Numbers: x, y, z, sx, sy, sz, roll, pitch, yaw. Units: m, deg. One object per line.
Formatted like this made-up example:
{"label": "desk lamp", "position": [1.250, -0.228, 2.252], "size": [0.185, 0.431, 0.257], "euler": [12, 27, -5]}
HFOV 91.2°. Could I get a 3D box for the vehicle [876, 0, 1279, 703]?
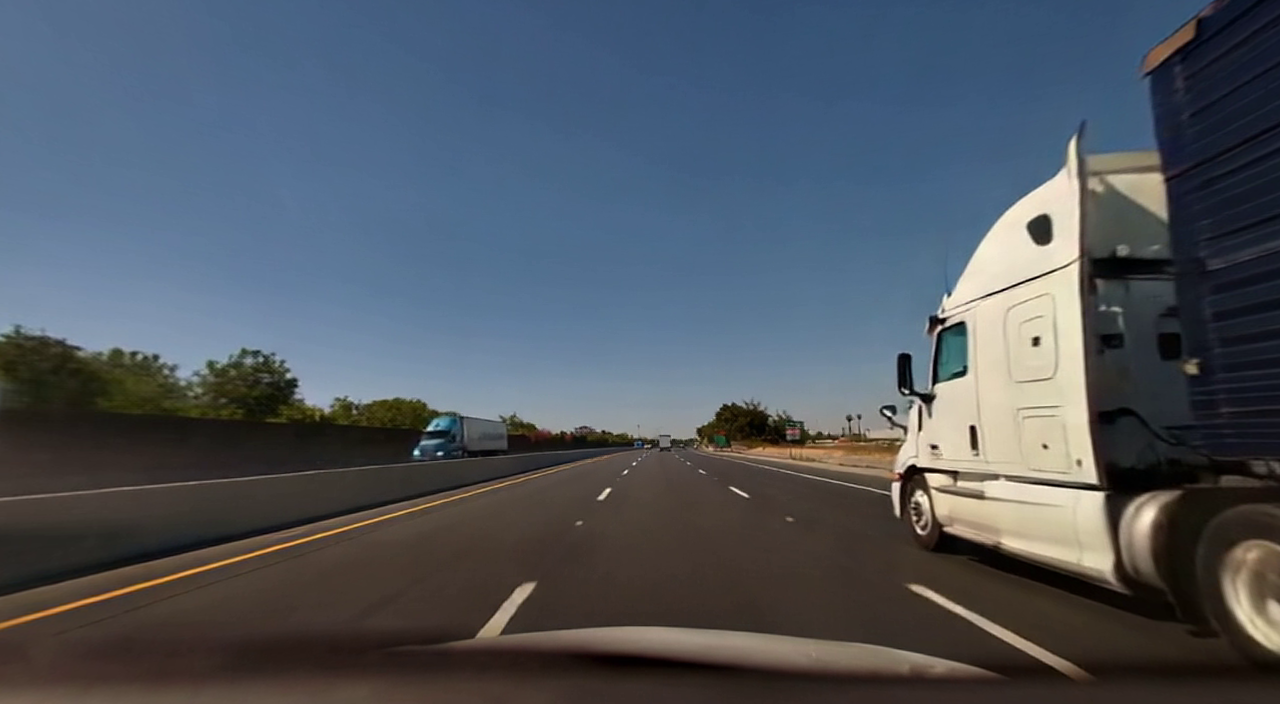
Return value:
{"label": "vehicle", "position": [4.812, 0.140, 4.915], "size": [3.107, 4.307, 7.088], "euler": [0, -8, 0]}
